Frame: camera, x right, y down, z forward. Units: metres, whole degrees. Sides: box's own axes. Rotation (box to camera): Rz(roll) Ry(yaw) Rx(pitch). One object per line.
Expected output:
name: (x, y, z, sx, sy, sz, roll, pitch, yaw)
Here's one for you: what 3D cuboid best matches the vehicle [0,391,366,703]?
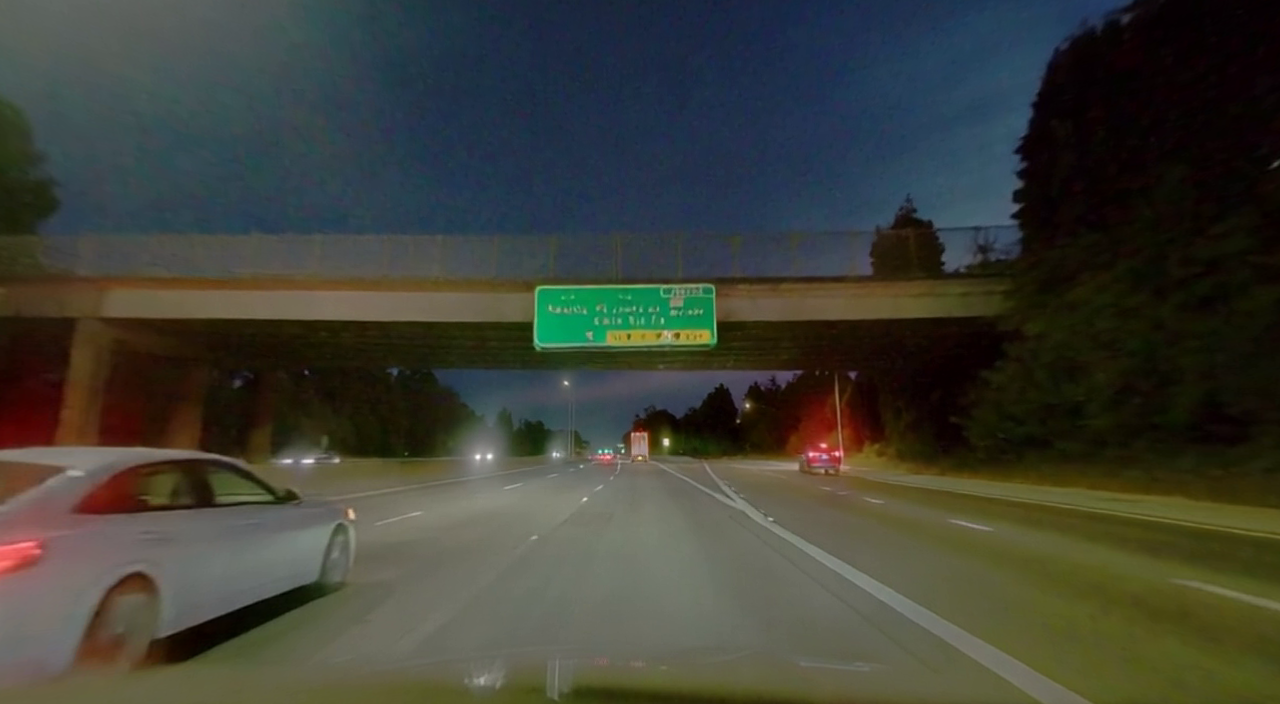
vehicle: (-3.782, 1.182, 4.084, 2.070, 1.564, 4.145, 0, -9, 1)
